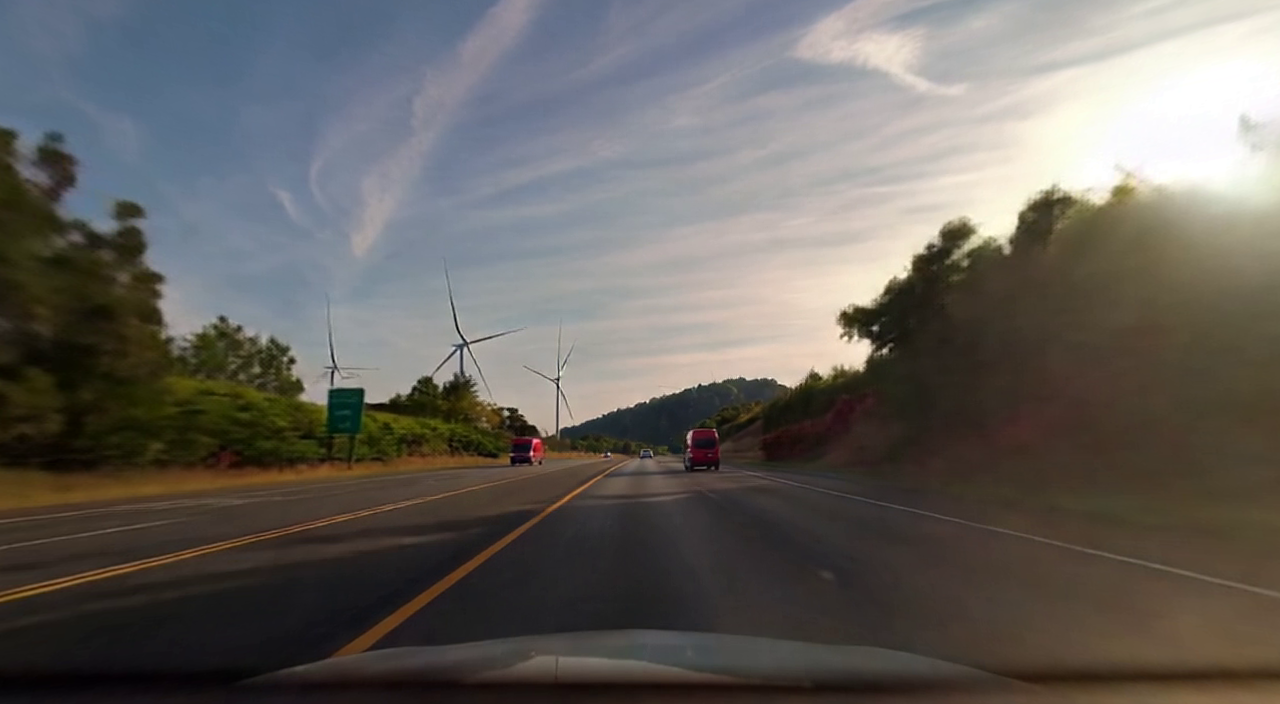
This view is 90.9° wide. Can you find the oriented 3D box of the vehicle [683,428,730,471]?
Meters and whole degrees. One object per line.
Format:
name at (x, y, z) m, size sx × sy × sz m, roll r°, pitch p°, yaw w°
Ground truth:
vehicle at (4.376, 6.591, 42.674) m, size 2.437 × 2.735 × 5.507 m, roll 0°, pitch -9°, yaw -1°
